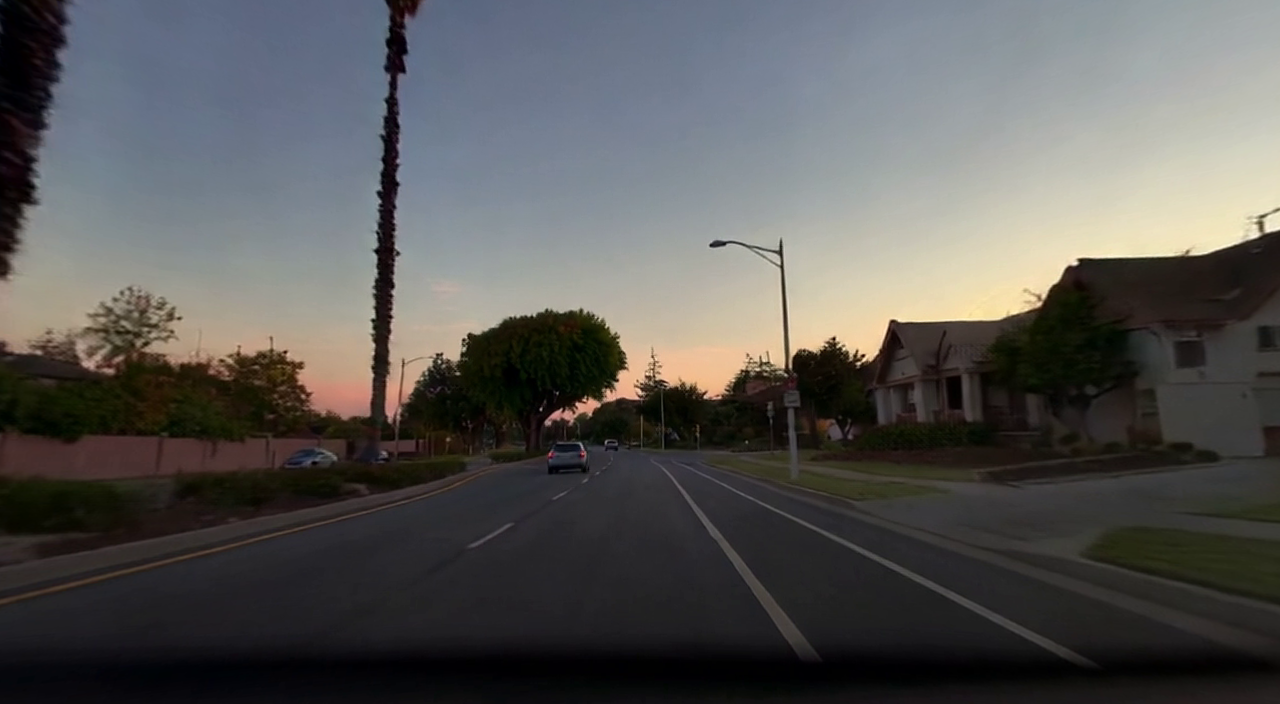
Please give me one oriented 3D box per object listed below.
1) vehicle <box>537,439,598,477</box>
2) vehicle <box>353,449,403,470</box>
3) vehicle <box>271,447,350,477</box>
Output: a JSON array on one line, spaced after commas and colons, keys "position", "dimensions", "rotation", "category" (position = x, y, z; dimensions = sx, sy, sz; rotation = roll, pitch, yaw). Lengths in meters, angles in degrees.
[{"position": [-3.064, 4.611, 27.615], "dimensions": [2.075, 1.498, 4.730], "rotation": [0, -8, 0], "category": "vehicle"}, {"position": [-19.170, 7.890, 46.352], "dimensions": [1.980, 1.423, 4.465], "rotation": [0, -8, -3], "category": "vehicle"}, {"position": [-19.060, 6.399, 36.734], "dimensions": [2.026, 1.563, 4.618], "rotation": [0, -10, 1], "category": "vehicle"}]
